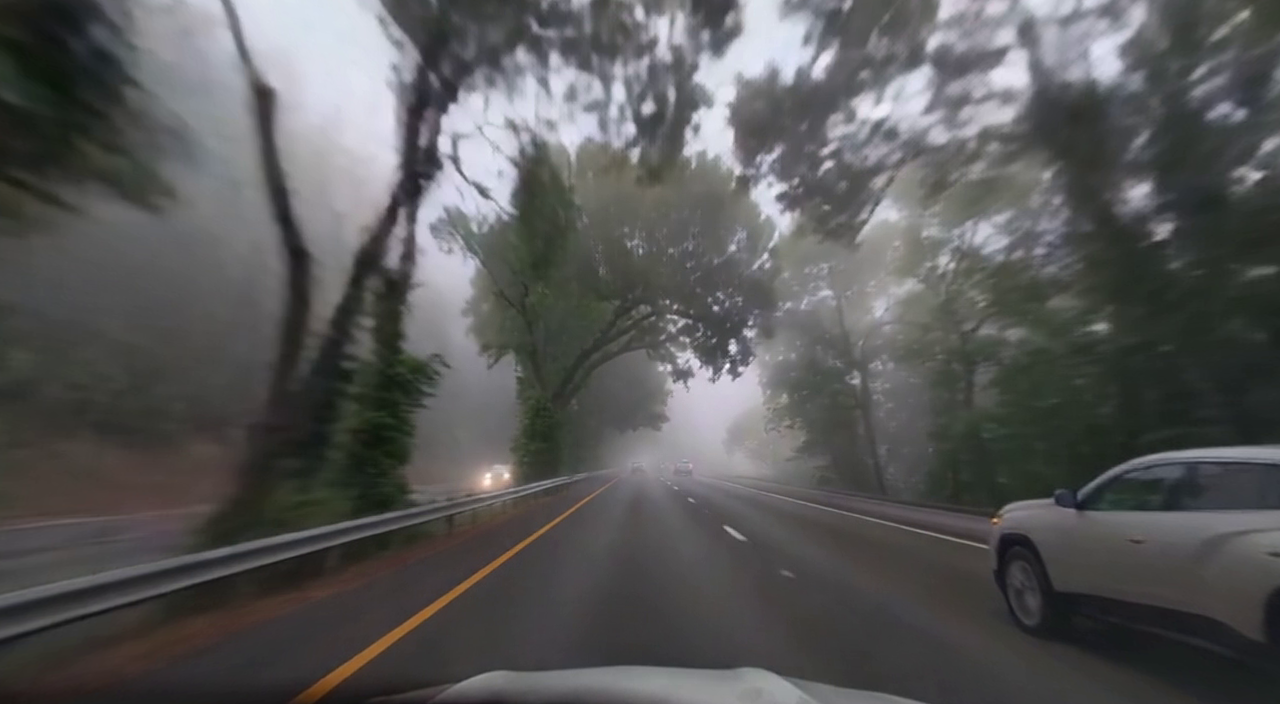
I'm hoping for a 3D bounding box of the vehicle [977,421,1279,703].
[{"bbox_3d":[3.677,1.139,3.110,1.825,1.494,3.959,1,-10,0],"label":"vehicle"}]

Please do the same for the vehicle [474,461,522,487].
[{"bbox_3d":[-8.605,7.452,38.531,1.924,1.440,3.945,1,-10,1],"label":"vehicle"}]
